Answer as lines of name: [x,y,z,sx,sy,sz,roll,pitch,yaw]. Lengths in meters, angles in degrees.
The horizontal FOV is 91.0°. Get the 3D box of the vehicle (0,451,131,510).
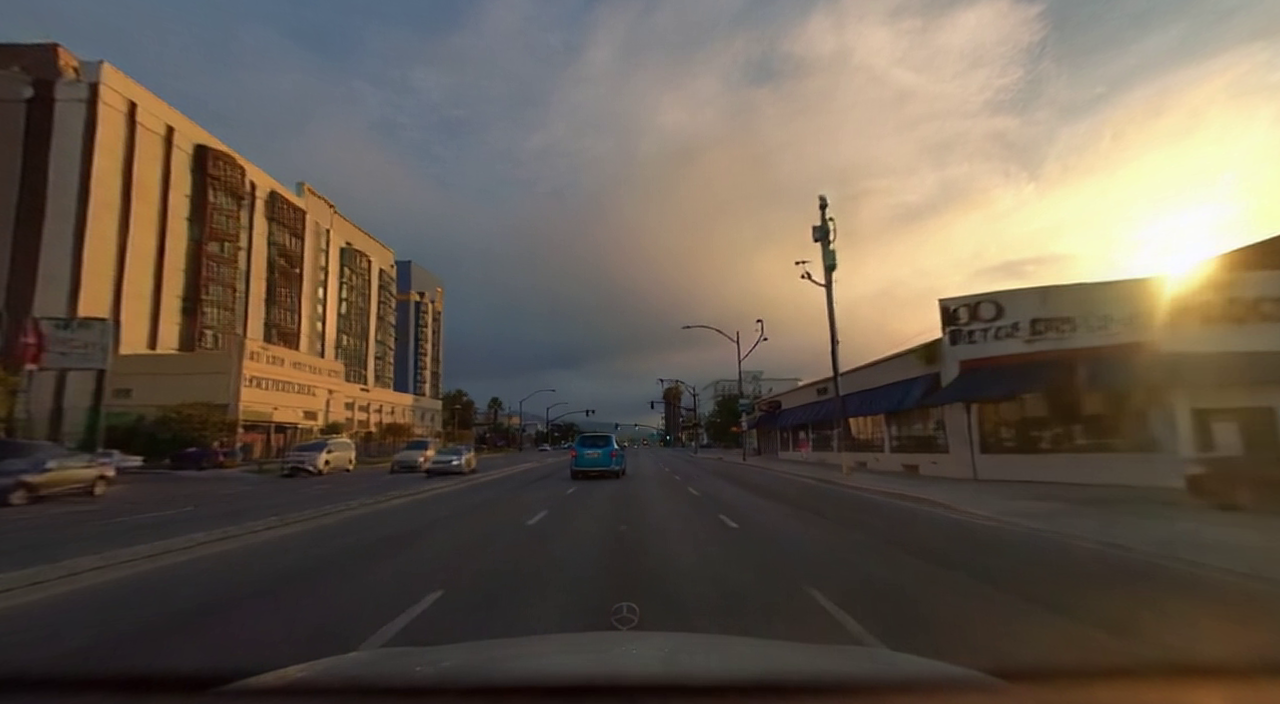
vehicle: [-17.792,3.696,18.610,1.840,1.508,4.376,0,-9,-1]

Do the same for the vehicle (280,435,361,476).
vehicle: [-17.997,5.864,35.792,2.112,2.138,4.888,0,-9,-2]

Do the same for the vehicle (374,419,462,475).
vehicle: [-11.640,5.060,33.636,2.556,2.673,5.915,0,-8,0]

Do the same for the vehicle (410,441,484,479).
vehicle: [-8.222,4.606,27.208,1.899,1.495,4.093,0,-9,0]

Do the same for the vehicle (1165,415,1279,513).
vehicle: [14.792,2.266,12.663,2.589,1.989,5.779,4,-9,-26]

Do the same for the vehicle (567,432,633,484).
vehicle: [-1.356,3.838,22.997,2.080,1.722,3.766,0,-8,1]
